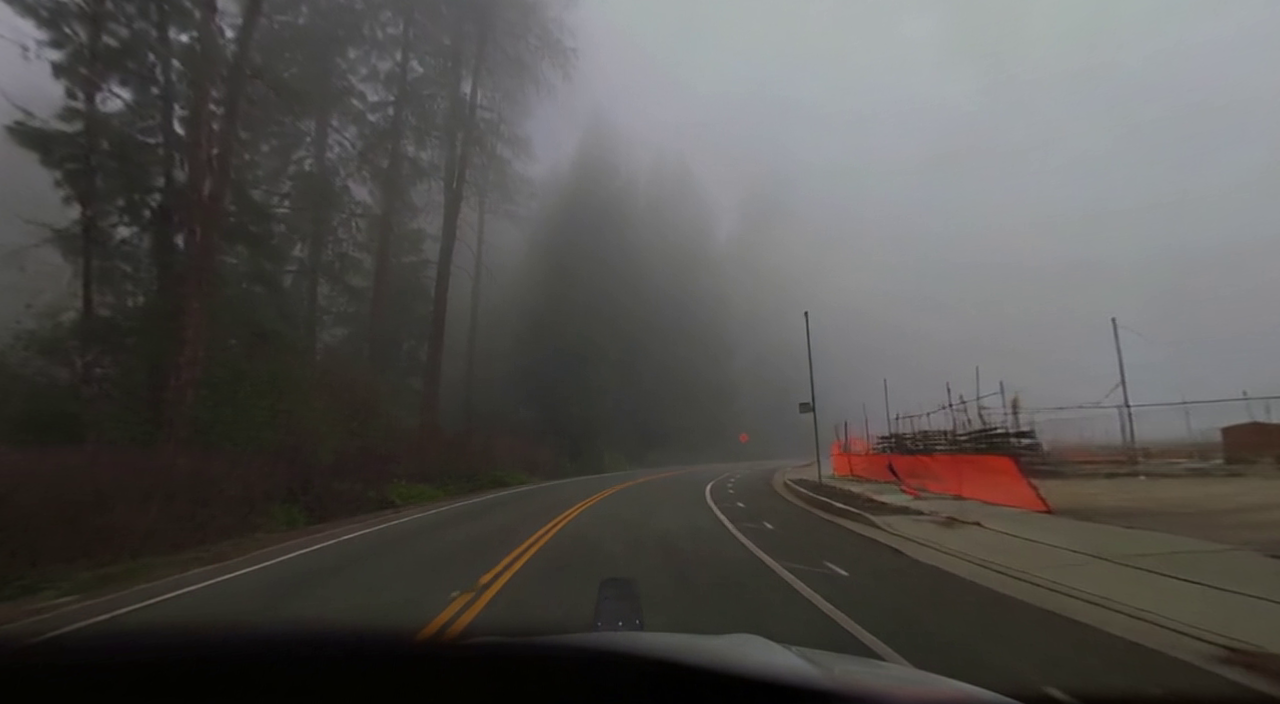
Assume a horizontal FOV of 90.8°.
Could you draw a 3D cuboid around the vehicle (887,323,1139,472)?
[{"bbox_3d":[11.222,1.892,20.892,2.984,3.691,10.409,-1,-9,6],"label":"vehicle"}]
